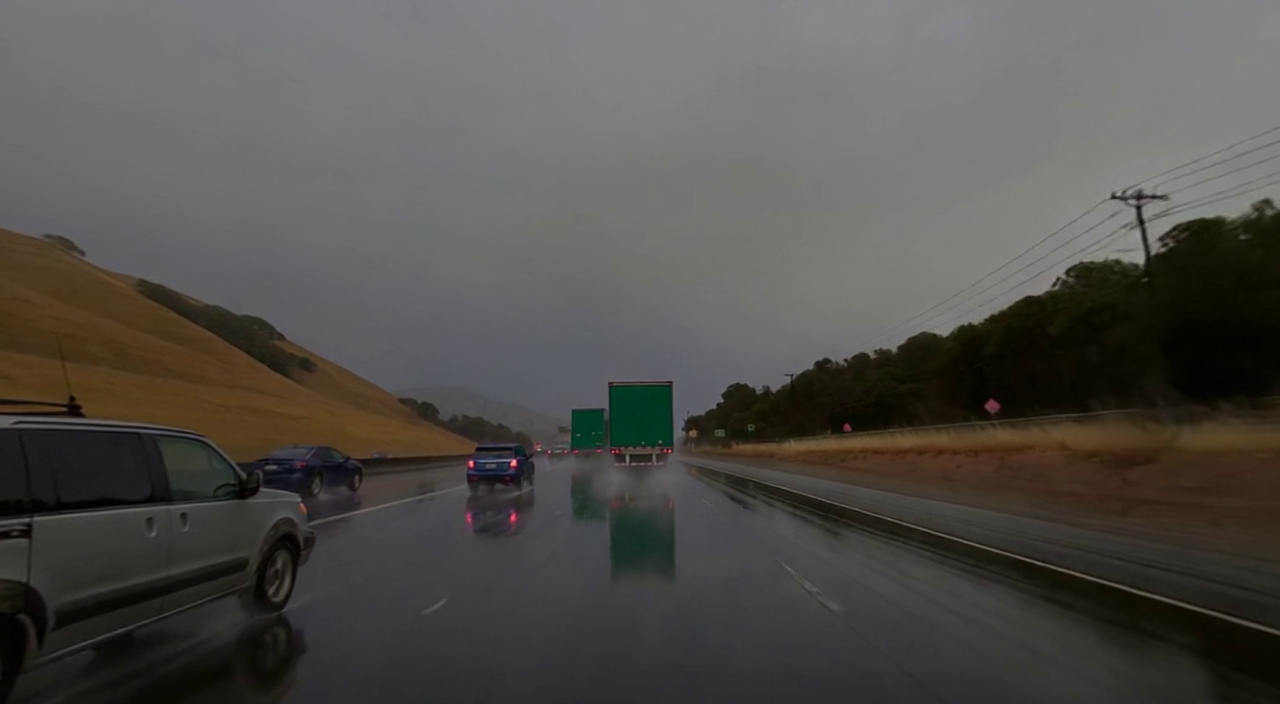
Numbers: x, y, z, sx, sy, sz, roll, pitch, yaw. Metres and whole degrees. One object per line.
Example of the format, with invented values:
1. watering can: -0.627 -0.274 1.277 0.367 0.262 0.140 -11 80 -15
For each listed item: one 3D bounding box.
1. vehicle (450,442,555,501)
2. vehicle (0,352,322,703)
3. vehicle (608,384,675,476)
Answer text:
1. vehicle: -3.699 3.279 17.765 1.950 1.446 4.224 0 -8 1
2. vehicle: -4.071 0.964 3.382 2.136 1.779 4.875 0 -8 1
3. vehicle: 0.142 4.193 33.075 2.913 3.988 10.874 0 -8 1
